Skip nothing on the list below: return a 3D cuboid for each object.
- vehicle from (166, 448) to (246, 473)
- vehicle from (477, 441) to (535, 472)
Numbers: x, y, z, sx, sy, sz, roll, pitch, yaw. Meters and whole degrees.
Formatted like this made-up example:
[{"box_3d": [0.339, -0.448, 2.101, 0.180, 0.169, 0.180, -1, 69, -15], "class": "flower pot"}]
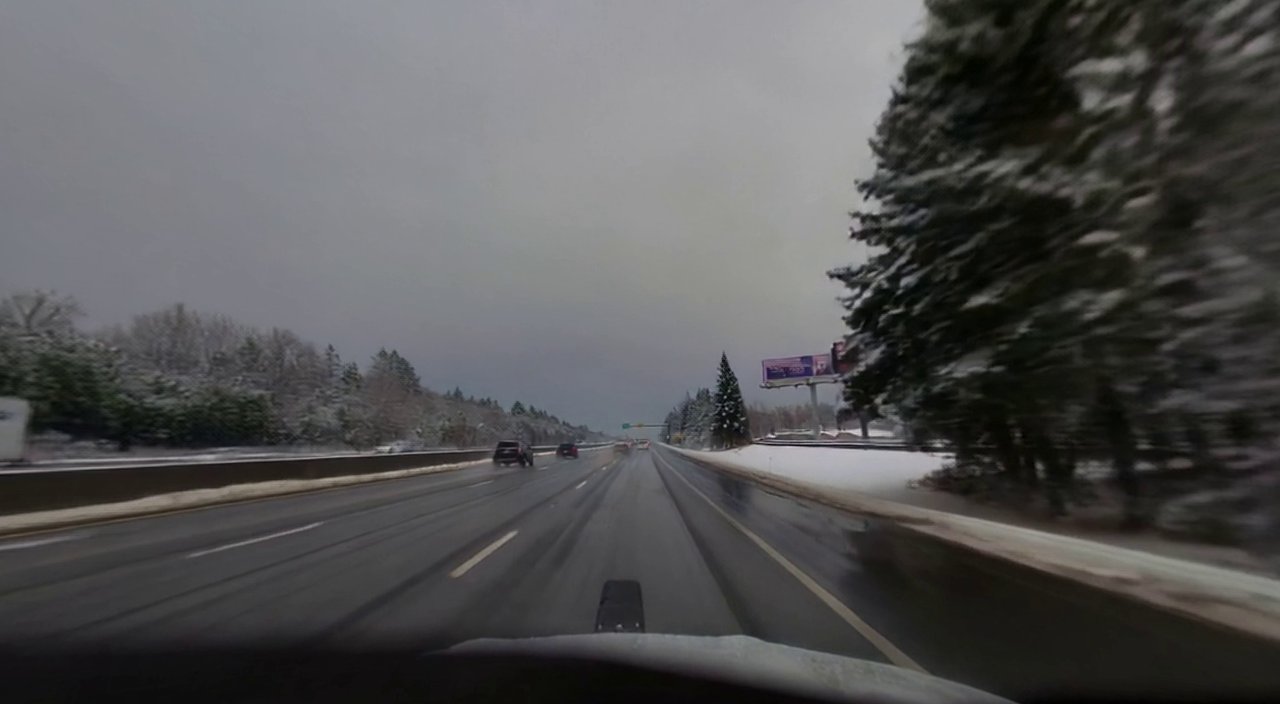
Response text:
[{"box_3d": [-28.707, 7.147, 41.855, 1.925, 1.562, 4.733, 0, -9, 1], "class": "vehicle"}, {"box_3d": [-7.155, 5.624, 34.096, 2.008, 1.520, 4.731, 0, -9, 1], "class": "vehicle"}]
